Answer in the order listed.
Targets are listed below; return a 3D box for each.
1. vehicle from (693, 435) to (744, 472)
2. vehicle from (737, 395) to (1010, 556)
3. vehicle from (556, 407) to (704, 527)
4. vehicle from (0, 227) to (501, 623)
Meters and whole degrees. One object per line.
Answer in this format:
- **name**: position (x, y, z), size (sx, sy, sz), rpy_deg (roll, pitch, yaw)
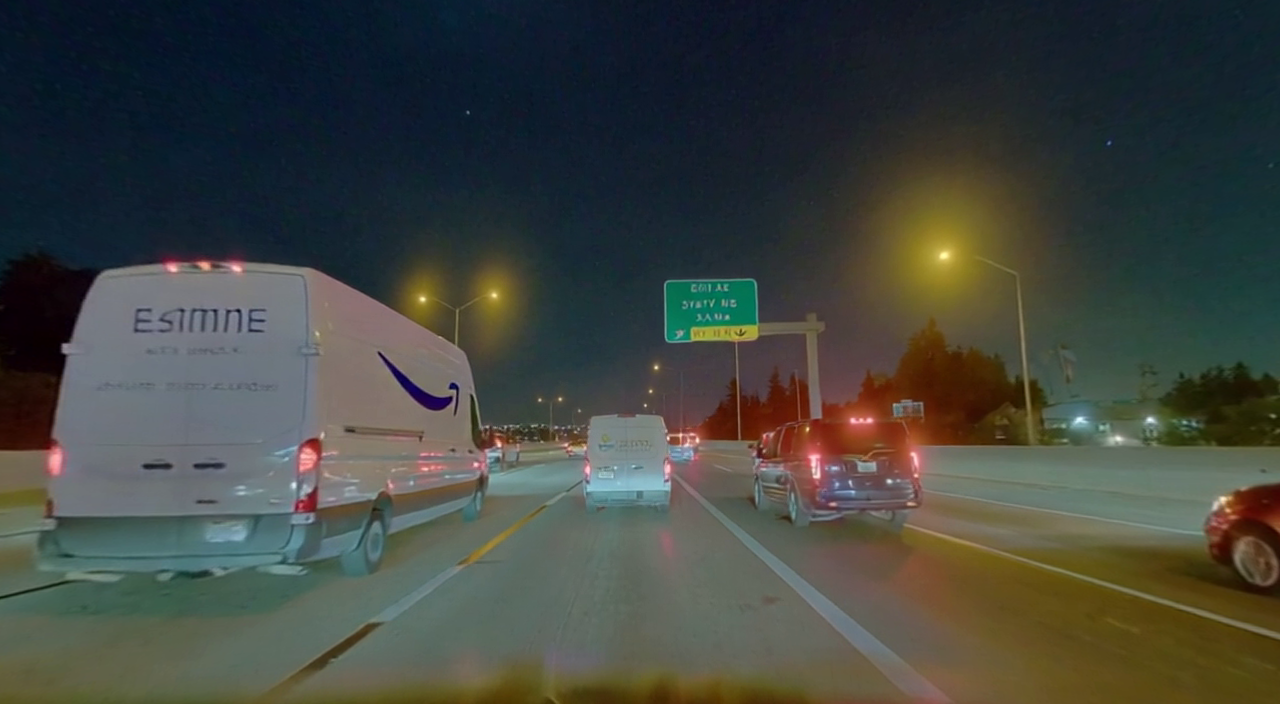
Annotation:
- **vehicle**: position (3.958, 5.190, 32.324), size (2.064, 1.720, 4.416), rpy_deg (0, -9, 0)
- **vehicle**: position (3.174, 1.850, 10.115), size (2.341, 1.890, 5.144), rpy_deg (1, -9, -1)
- **vehicle**: position (-0.141, 2.110, 11.966), size (2.287, 1.823, 4.369), rpy_deg (0, -9, 0)
- **vehicle**: position (-3.695, 0.957, 7.828), size (2.415, 2.821, 6.636), rpy_deg (0, -9, 0)
